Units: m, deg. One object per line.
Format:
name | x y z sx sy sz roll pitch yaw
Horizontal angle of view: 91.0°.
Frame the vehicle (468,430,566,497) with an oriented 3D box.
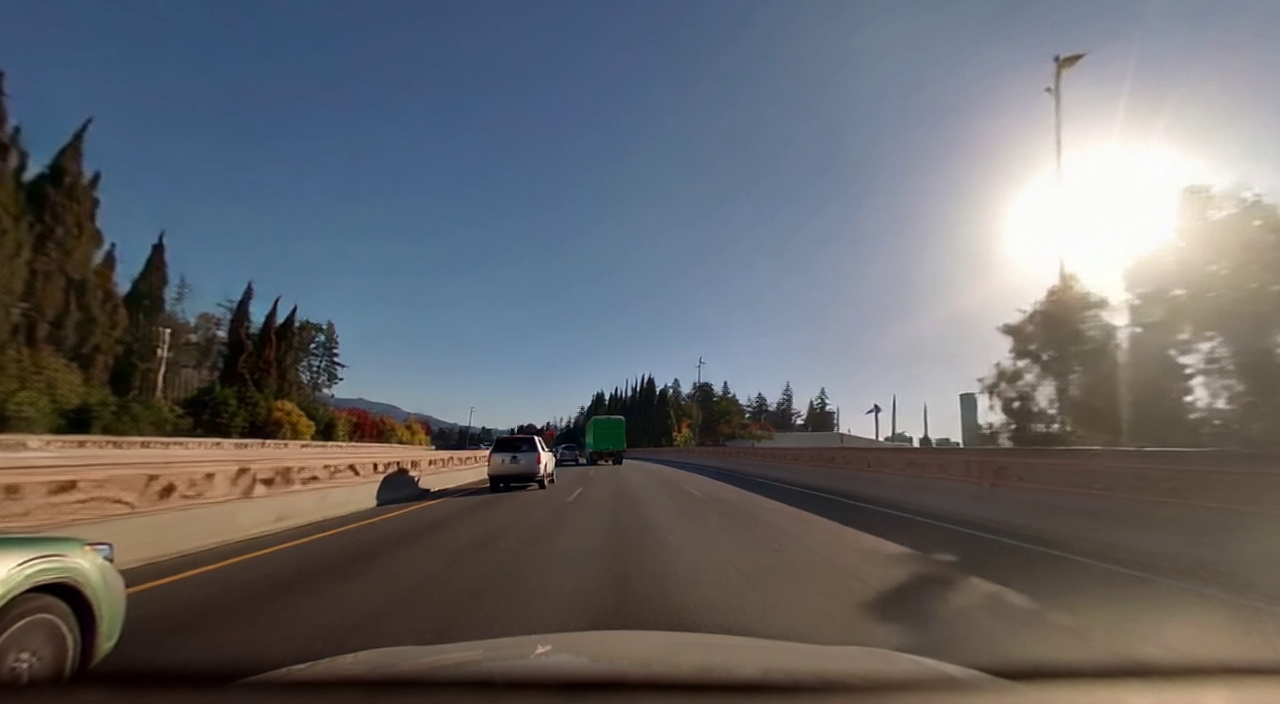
vehicle | -3.481 3.245 18.691 2.041 1.734 4.391 0 -9 0
